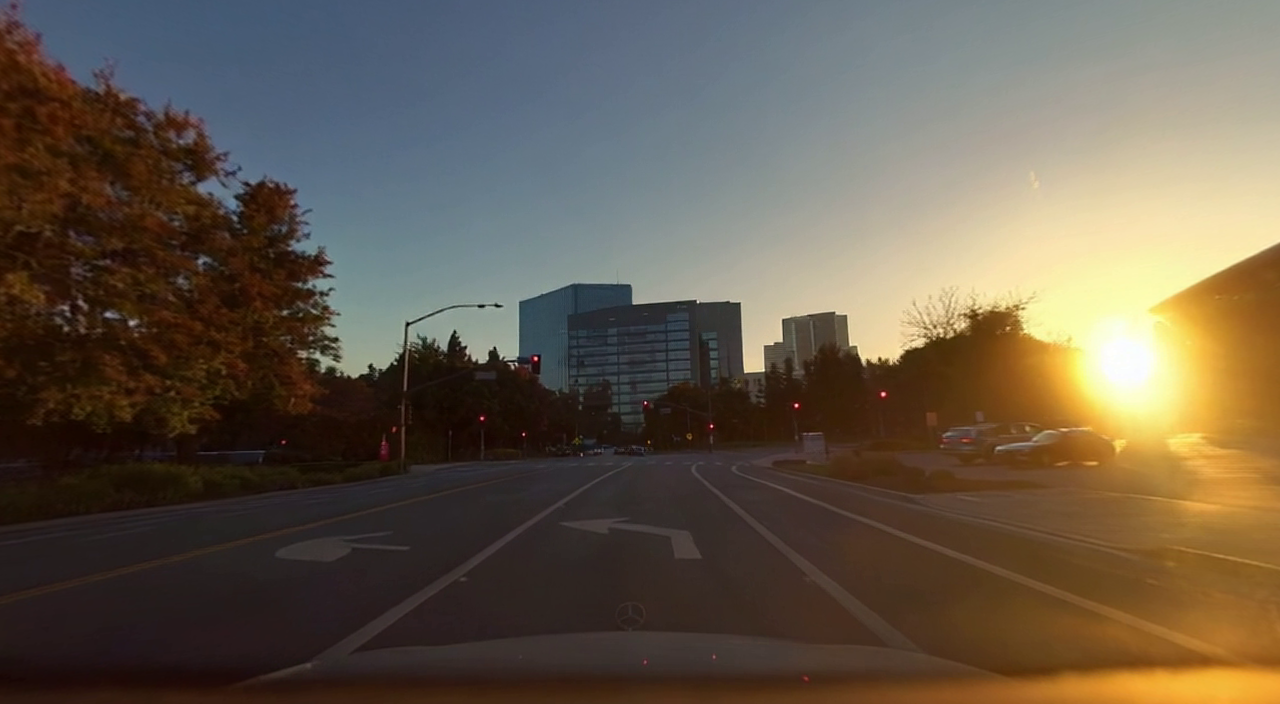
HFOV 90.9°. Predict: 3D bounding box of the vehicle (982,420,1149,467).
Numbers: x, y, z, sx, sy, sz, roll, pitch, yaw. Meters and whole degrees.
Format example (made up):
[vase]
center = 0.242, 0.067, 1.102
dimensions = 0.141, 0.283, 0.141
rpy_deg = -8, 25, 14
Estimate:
[vehicle]
center = 14.010, 3.051, 20.955
dimensions = 4.167, 1.476, 1.871
rpy_deg = 0, -8, -1
